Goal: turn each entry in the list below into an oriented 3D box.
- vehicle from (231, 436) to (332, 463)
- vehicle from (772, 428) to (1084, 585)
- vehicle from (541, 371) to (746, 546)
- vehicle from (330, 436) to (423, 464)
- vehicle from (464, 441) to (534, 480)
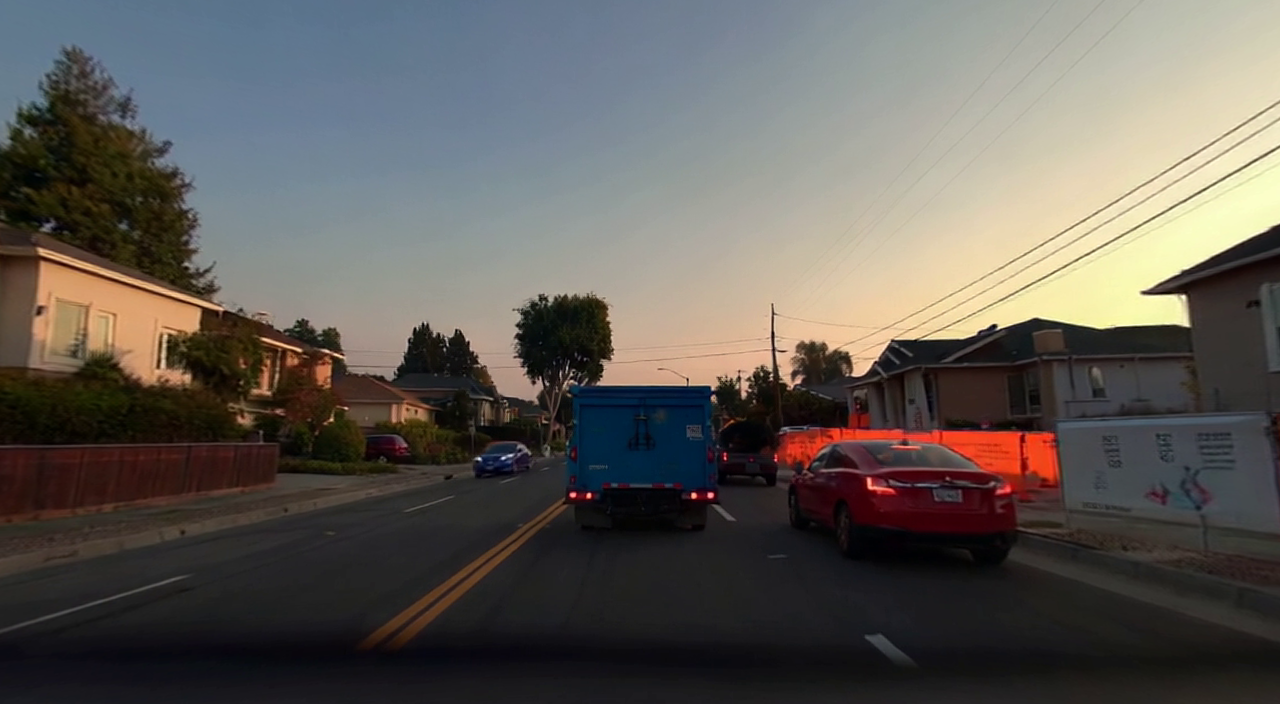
[{"bbox_3d":[-20.345,5.525,35.724,4.706,1.468,1.817,-1,-8,3],"label":"vehicle"},{"bbox_3d":[3.273,1.833,8.386,2.010,1.499,4.481,0,-8,0],"label":"vehicle"},{"bbox_3d":[0.074,1.906,11.742,2.751,2.361,6.347,0,-8,0],"label":"vehicle"},{"bbox_3d":[-15.040,5.616,36.019,4.490,1.500,1.875,0,-8,-2],"label":"vehicle"},{"bbox_3d":[-6.022,4.692,27.419,1.953,1.528,4.492,0,-8,1],"label":"vehicle"}]
